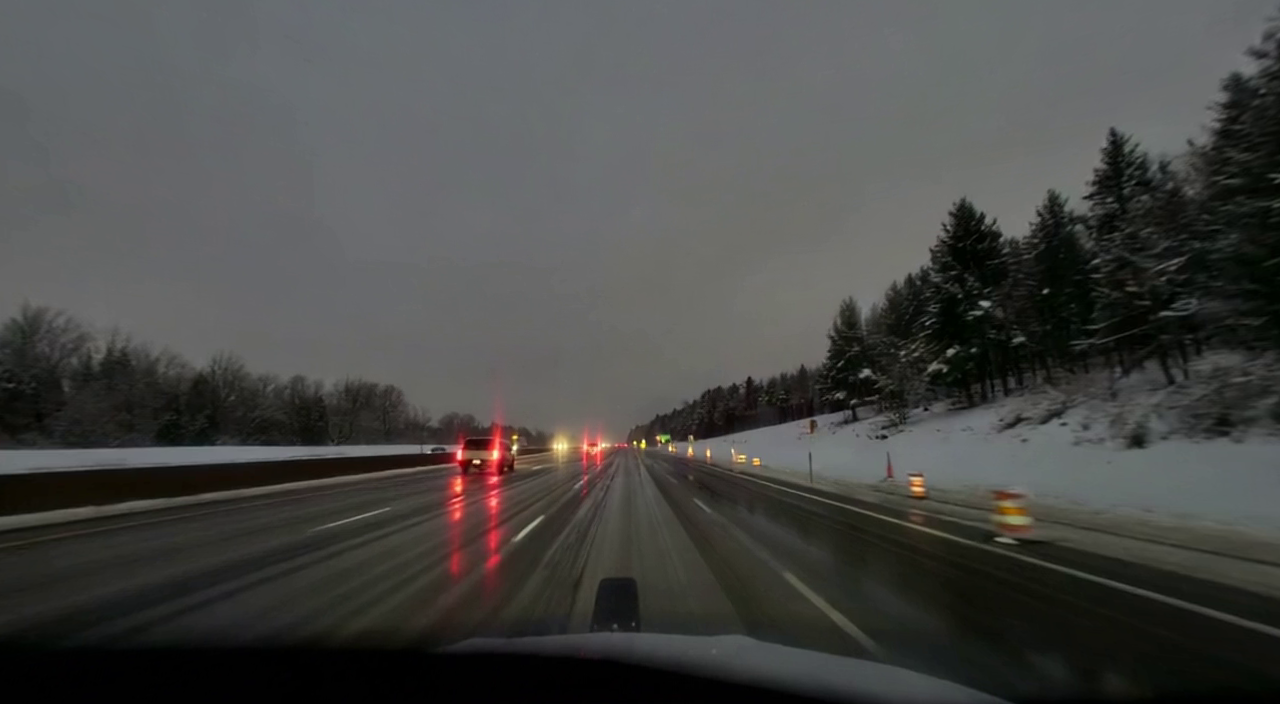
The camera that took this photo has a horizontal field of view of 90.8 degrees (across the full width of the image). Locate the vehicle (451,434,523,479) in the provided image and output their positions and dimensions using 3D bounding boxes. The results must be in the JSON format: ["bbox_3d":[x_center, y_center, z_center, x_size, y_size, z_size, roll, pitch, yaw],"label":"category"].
[{"bbox_3d":[-6.505,4.498,27.472,2.036,1.758,4.529,0,-9,-1],"label":"vehicle"}]

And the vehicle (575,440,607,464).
[{"bbox_3d":[-3.661,7.571,47.900,2.099,1.717,4.461,0,-9,-1],"label":"vehicle"}]
